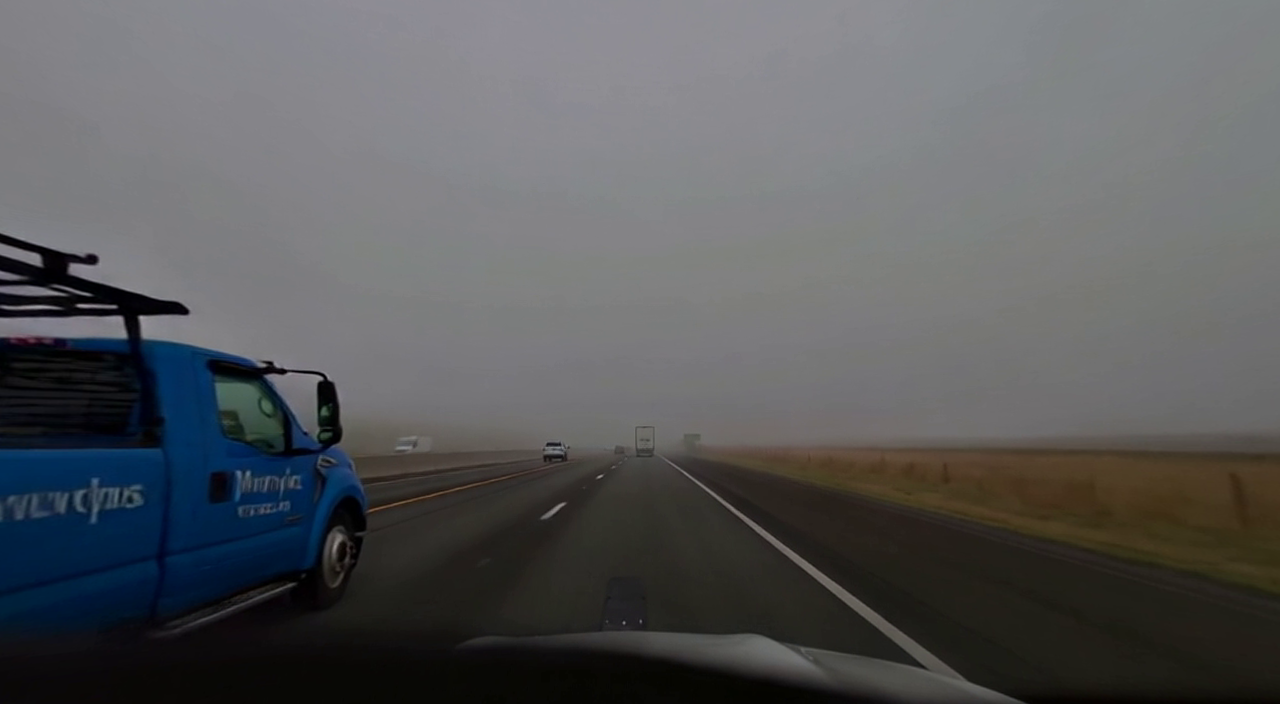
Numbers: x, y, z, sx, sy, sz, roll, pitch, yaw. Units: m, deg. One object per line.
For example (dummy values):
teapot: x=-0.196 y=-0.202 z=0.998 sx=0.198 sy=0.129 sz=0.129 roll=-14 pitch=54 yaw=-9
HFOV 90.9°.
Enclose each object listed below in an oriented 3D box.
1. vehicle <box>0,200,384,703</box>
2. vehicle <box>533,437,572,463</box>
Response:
vehicle: x=-3.786 y=0.613 z=2.362 sx=2.791 sy=2.330 sz=6.725 roll=0 pitch=-8 yaw=0
vehicle: x=-6.769 y=7.629 z=49.258 sx=2.193 sy=1.866 sz=4.807 roll=0 pitch=-8 yaw=1
